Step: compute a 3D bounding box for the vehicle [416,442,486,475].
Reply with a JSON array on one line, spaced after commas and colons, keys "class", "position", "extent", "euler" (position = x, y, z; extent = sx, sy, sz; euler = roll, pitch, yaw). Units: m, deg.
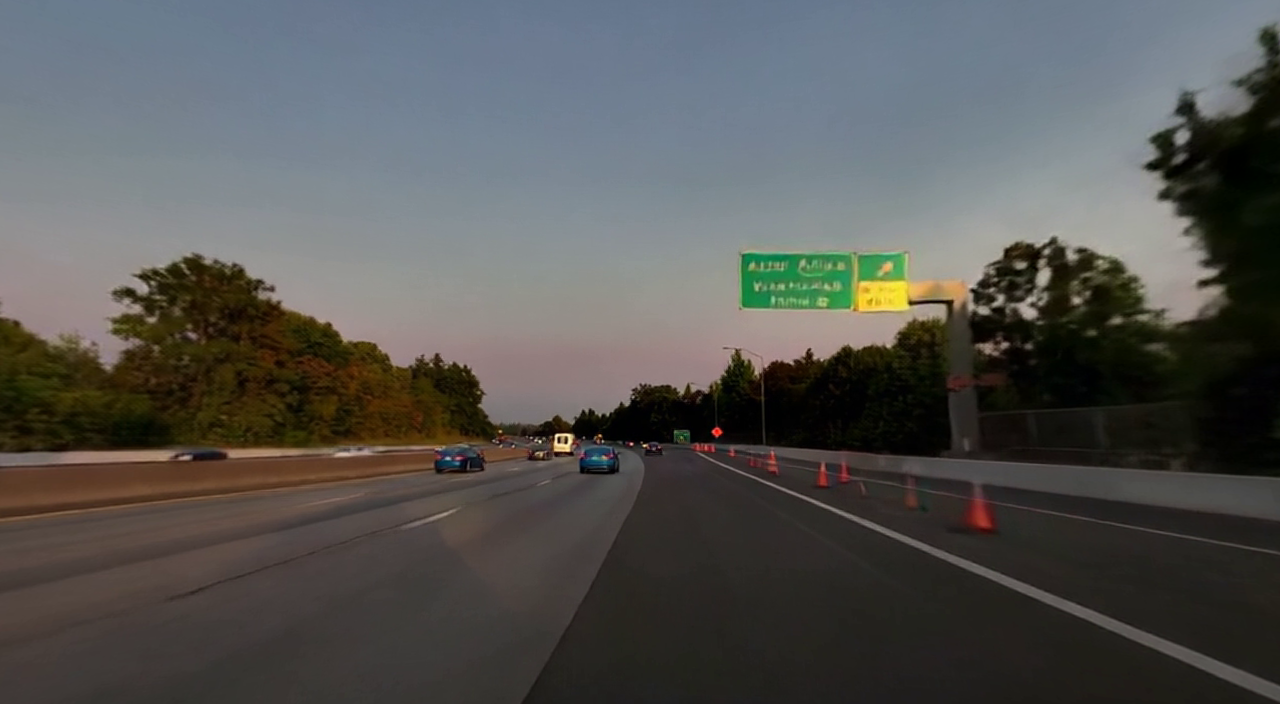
[{"class": "vehicle", "position": [-9.230, 5.201, 31.076], "extent": [1.946, 1.472, 4.472], "euler": [0, -8, 2]}]

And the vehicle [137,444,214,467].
[{"class": "vehicle", "position": [-32.967, 7.338, 44.709], "extent": [1.846, 1.459, 4.832], "euler": [0, -8, -1]}]

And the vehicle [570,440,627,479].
[{"class": "vehicle", "position": [-1.656, 4.526, 26.801], "extent": [1.963, 1.462, 4.681], "euler": [0, -8, 2]}]

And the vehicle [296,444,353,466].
[{"class": "vehicle", "position": [-22.837, 7.458, 45.626], "extent": [1.827, 1.470, 4.274], "euler": [0, -8, 1]}]

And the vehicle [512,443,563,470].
[{"class": "vehicle", "position": [-5.739, 5.887, 35.715], "extent": [1.951, 1.439, 4.633], "euler": [0, -8, 2]}]
